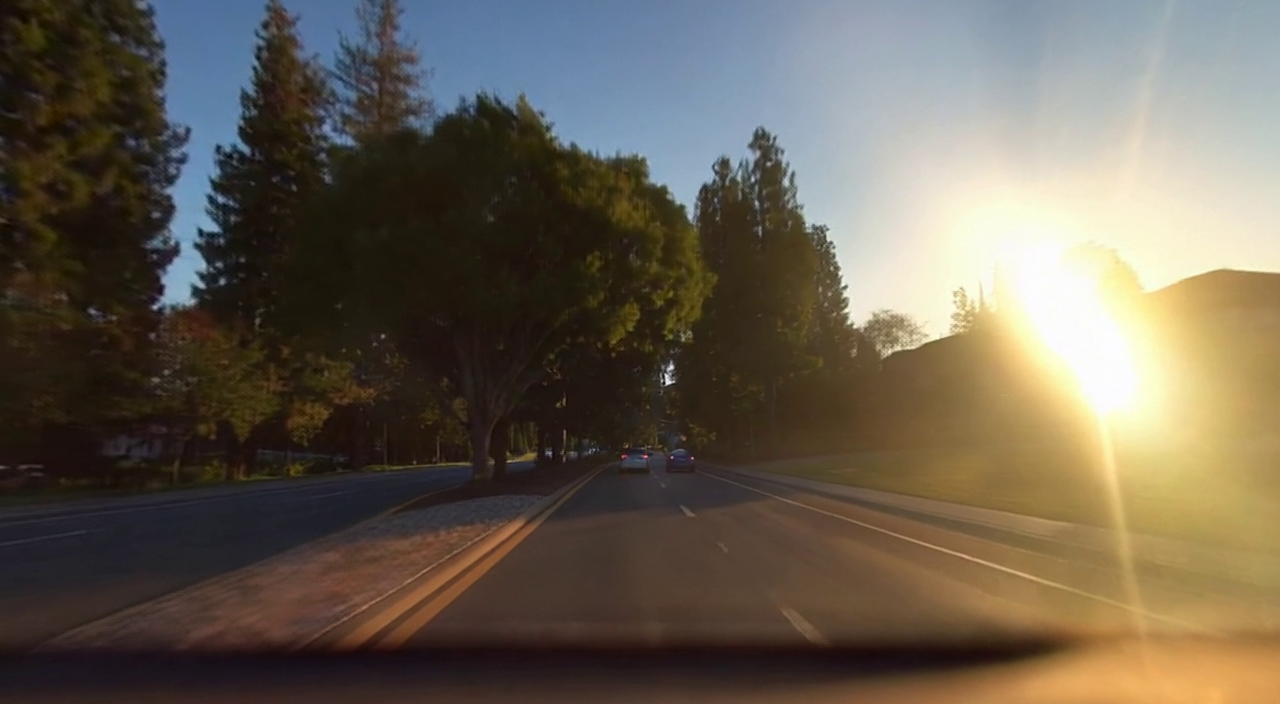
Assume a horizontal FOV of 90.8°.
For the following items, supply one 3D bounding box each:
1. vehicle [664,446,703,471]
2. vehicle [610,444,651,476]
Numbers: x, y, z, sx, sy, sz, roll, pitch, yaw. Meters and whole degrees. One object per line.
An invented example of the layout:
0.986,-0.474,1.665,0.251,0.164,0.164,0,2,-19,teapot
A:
2.705,6.758,40.262,2.057,1.496,4.401,0,-8,-2,vehicle
-0.457,5.607,33.037,2.018,1.511,3.993,0,-8,0,vehicle
